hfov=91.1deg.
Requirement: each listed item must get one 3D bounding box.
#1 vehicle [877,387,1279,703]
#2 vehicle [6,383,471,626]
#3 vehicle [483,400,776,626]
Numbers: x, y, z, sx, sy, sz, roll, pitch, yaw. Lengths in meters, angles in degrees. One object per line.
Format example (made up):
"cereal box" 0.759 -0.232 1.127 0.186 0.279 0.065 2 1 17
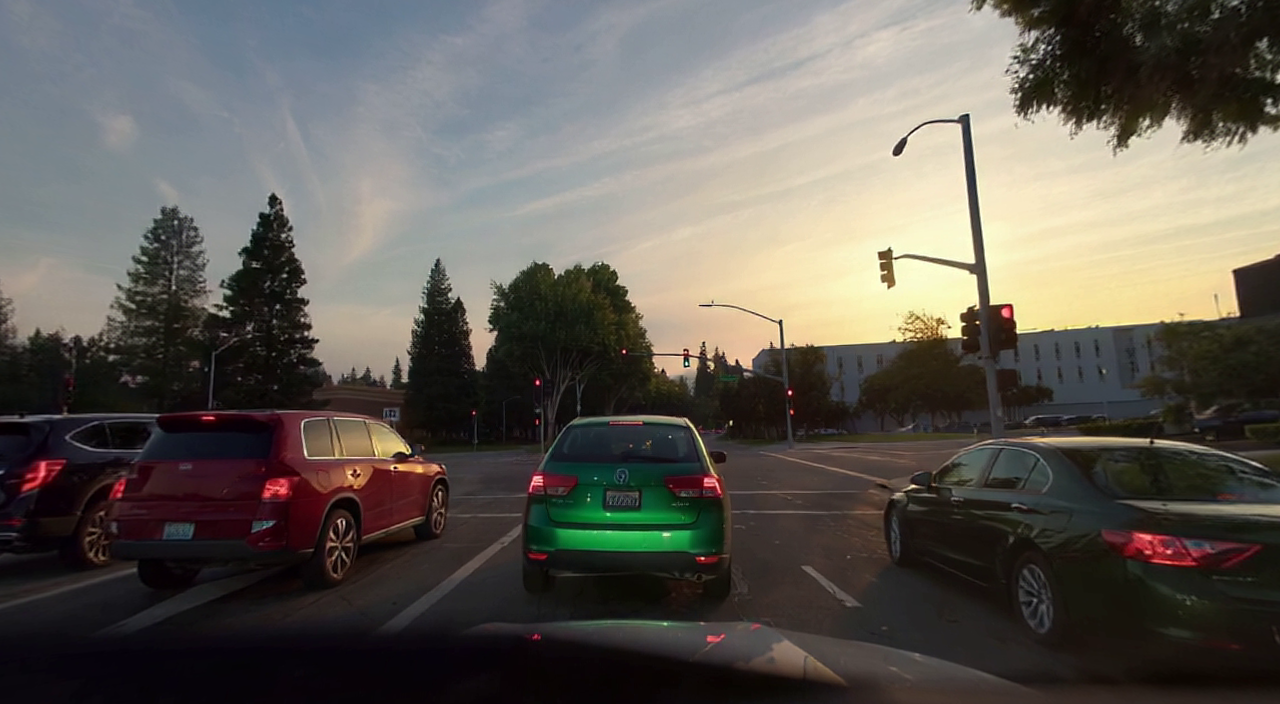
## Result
"vehicle" 3.593 1.203 4.606 2.010 1.486 4.498 0 -8 1
"vehicle" -3.556 1.429 6.855 2.014 1.755 4.360 0 -8 3
"vehicle" -0.052 1.399 6.307 2.047 1.579 3.642 0 -8 1
